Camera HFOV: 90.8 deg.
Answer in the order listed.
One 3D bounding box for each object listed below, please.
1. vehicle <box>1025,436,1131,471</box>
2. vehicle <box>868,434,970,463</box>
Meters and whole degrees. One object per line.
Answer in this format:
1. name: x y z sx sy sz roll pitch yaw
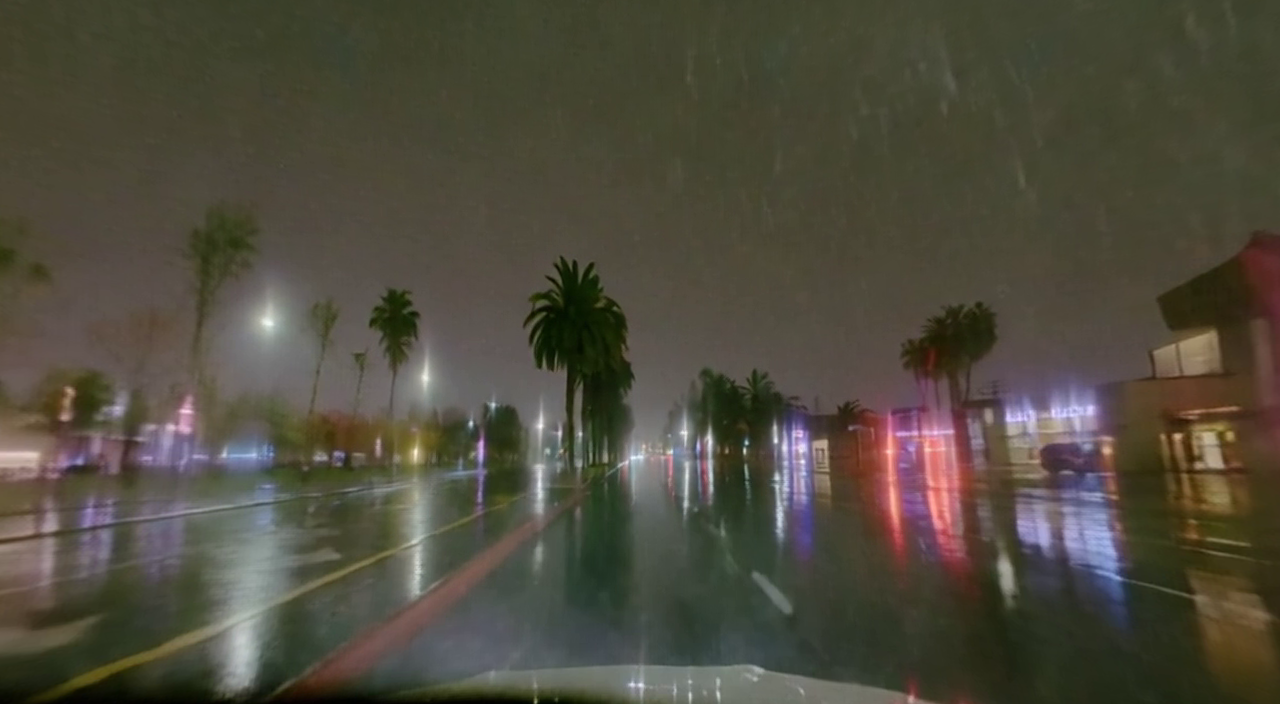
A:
1. vehicle: 20.467 4.754 29.650 3.576 1.443 1.822 -2 -8 -2
2. vehicle: 21.480 7.449 48.822 6.489 2.179 2.882 0 -8 -2
